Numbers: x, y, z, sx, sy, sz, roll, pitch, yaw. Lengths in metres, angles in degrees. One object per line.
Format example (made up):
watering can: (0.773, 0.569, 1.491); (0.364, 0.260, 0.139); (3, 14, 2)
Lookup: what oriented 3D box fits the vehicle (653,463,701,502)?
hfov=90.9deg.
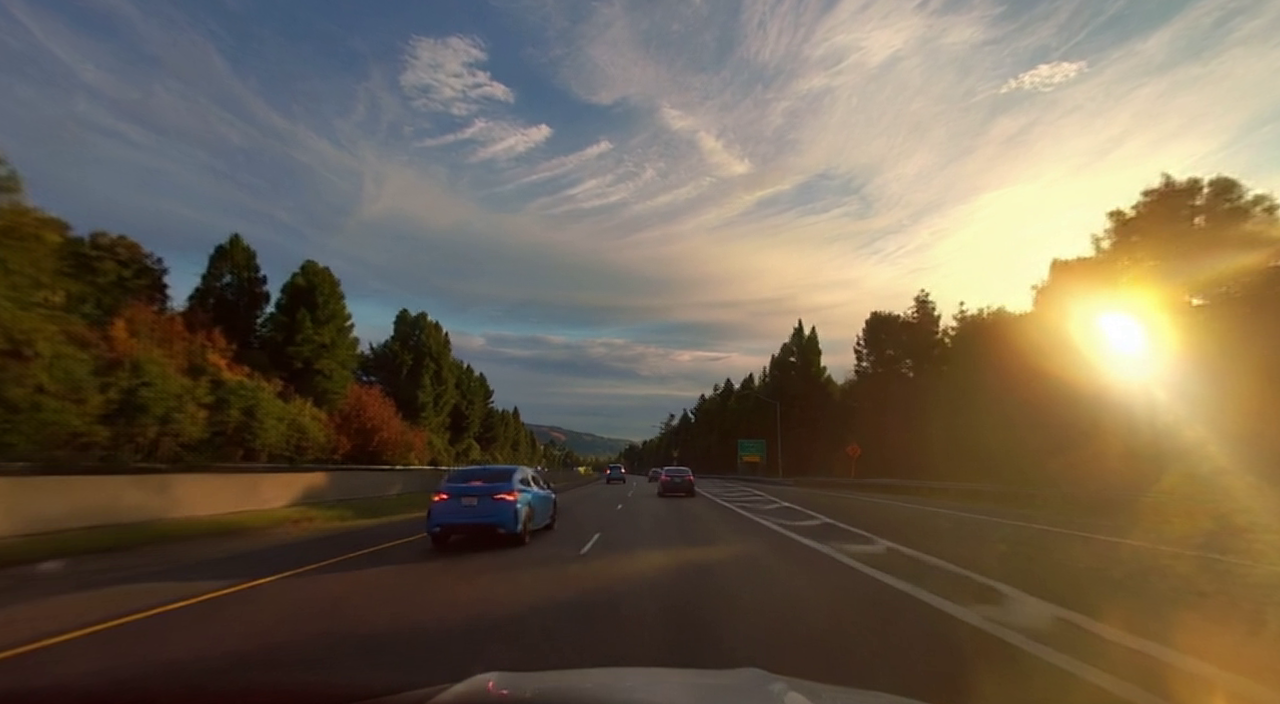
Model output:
vehicle: (1.568, 5.686, 27.690); (1.905, 1.559, 3.491); (1, -10, 0)

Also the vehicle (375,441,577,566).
vehicle: (-2.526, 2.547, 11.195); (2.176, 1.678, 4.724); (0, -10, 1)
